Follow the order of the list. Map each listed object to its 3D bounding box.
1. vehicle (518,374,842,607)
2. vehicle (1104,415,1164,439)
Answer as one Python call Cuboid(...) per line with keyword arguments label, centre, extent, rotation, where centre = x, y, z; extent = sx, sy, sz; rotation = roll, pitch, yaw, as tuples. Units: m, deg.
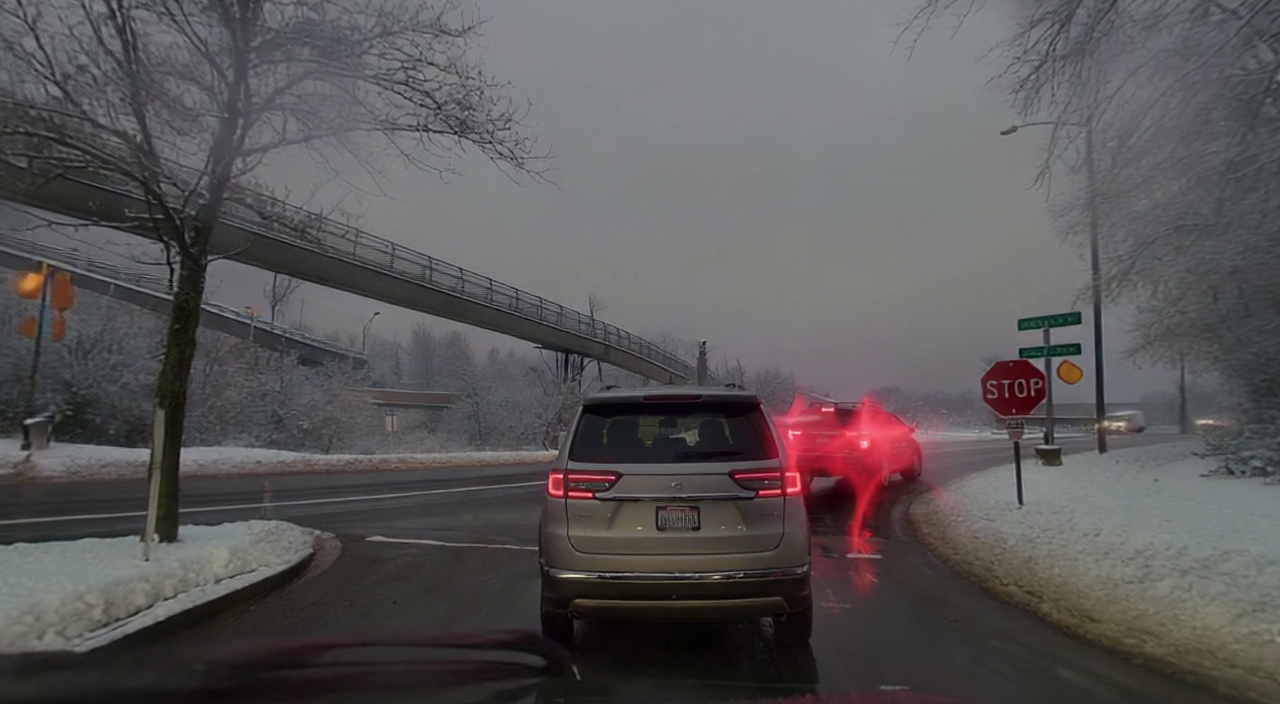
Cuboid(label="vehicle", centre=(0.306, 1.398, 7.139), extent=(2.494, 1.804, 4.336), rotation=(0, -9, 0))
Cuboid(label="vehicle", centre=(38.705, 5.900, 49.419), extent=(4.557, 1.712, 1.913), rotation=(5, -10, -29))
